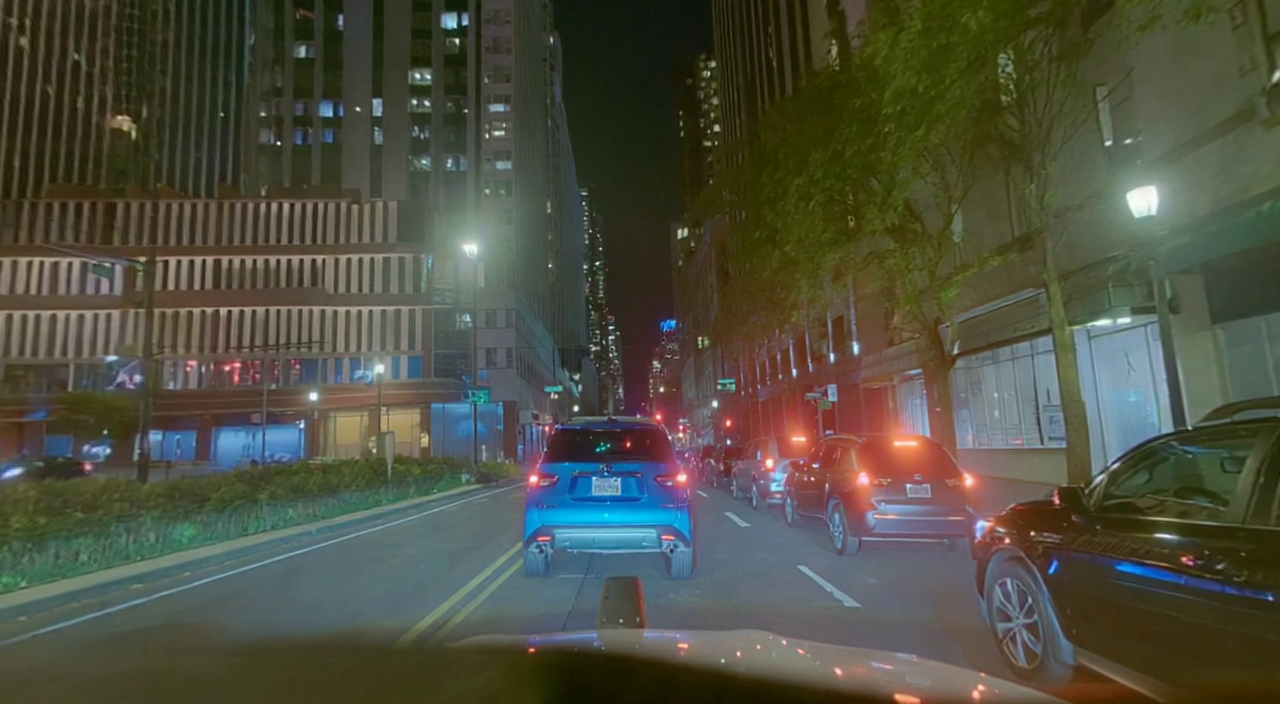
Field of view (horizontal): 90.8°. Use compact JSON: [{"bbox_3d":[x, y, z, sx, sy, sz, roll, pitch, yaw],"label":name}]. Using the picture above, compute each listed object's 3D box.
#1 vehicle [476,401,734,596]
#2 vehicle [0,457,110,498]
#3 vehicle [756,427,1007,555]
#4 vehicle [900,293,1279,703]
[{"bbox_3d":[-0.349,1.585,7.638,2.249,1.684,4.084,0,-9,-1],"label":"vehicle"},{"bbox_3d":[-24.948,5.153,26.295,1.960,1.459,4.699,0,-9,-5],"label":"vehicle"},{"bbox_3d":[3.276,1.984,9.804,1.941,1.482,4.632,0,-9,-2],"label":"vehicle"},{"bbox_3d":[2.998,0.749,2.243,2.063,1.760,4.664,0,-9,-1],"label":"vehicle"}]
